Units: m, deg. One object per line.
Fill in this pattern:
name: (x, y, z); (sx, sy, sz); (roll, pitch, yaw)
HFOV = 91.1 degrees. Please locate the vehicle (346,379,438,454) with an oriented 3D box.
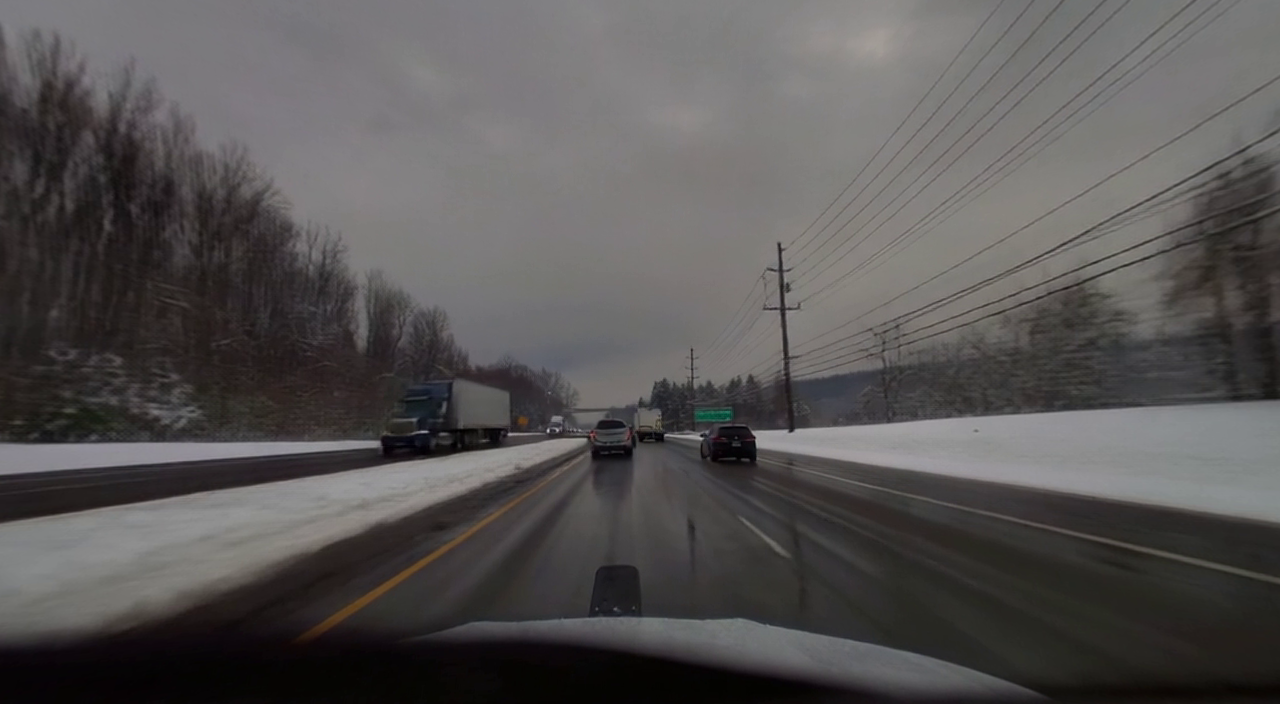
vehicle: (-14.047, 3.793, 36.235); (2.973, 3.971, 6.106); (0, -8, -2)

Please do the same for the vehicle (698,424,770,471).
vehicle: (3.425, 3.577, 23.764); (2.062, 1.581, 3.914); (0, -8, -1)

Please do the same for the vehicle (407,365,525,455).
vehicle: (-9.151, 3.554, 35.508); (2.975, 4.091, 13.887); (0, -8, -1)

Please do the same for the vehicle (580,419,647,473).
vehicle: (-0.874, 3.260, 22.192); (2.134, 1.710, 4.049); (0, -7, -1)
